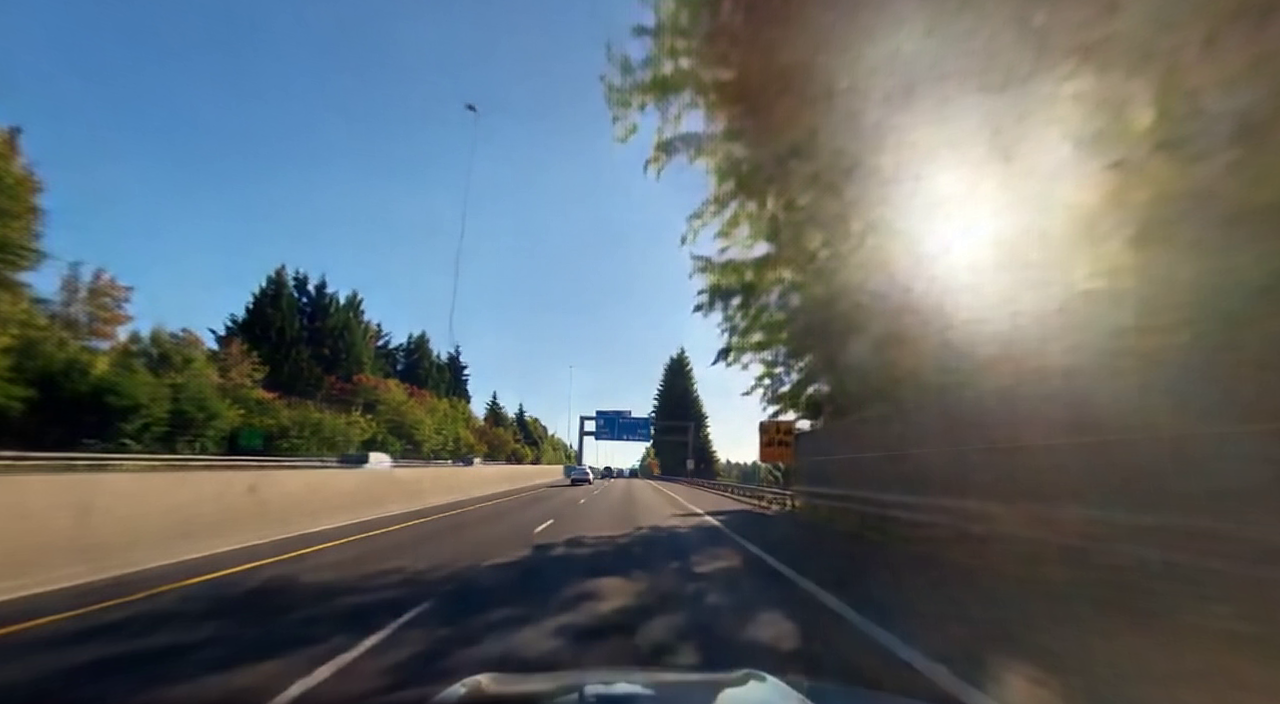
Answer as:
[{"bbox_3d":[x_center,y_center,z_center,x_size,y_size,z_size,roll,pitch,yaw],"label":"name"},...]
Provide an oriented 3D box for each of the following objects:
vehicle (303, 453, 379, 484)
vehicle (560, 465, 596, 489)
[{"bbox_3d":[-15.967,6.263,33.901,1.882,1.503,4.430,1,-11,0],"label":"vehicle"},{"bbox_3d":[-4.114,8.420,42.562,2.006,1.469,4.050,1,-10,0],"label":"vehicle"}]
